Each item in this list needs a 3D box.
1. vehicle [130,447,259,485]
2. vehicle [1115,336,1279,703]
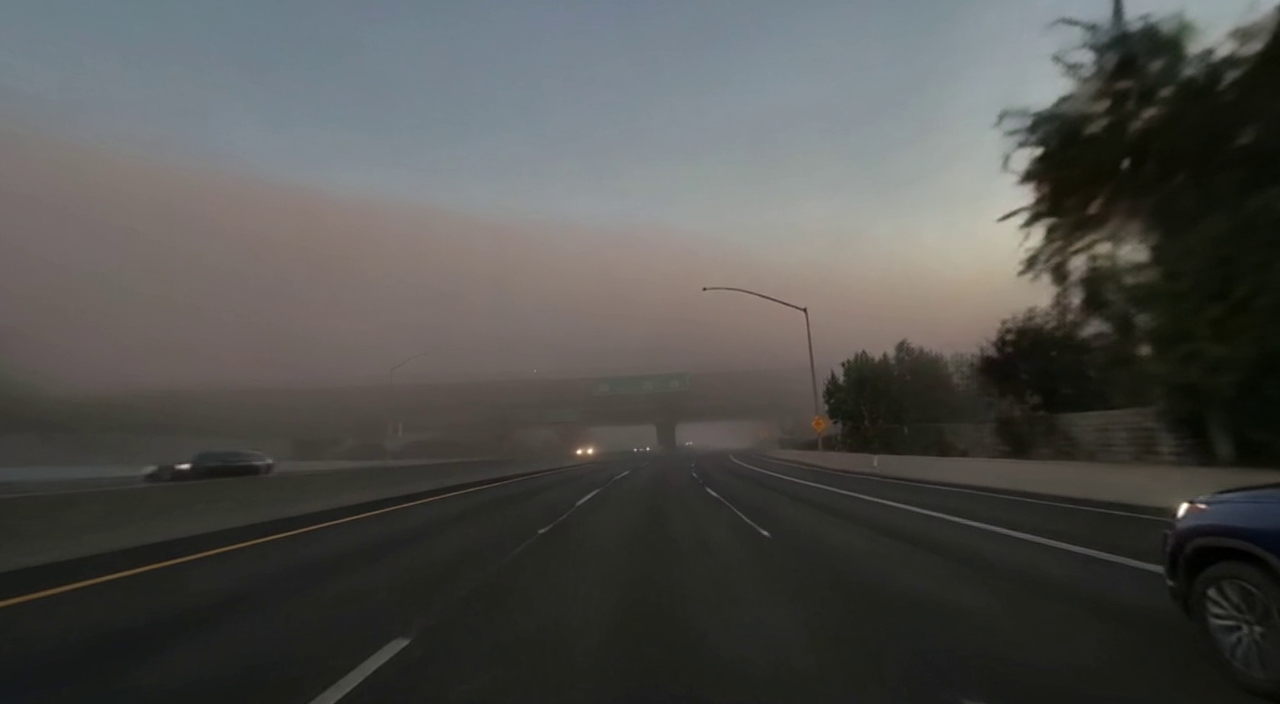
[{"bbox_3d":[-22.462,5.737,32.126,2.068,1.718,5.389,-2,-9,9],"label":"vehicle"},{"bbox_3d":[3.895,0.593,1.474,2.019,1.732,4.579,0,-8,1],"label":"vehicle"}]
